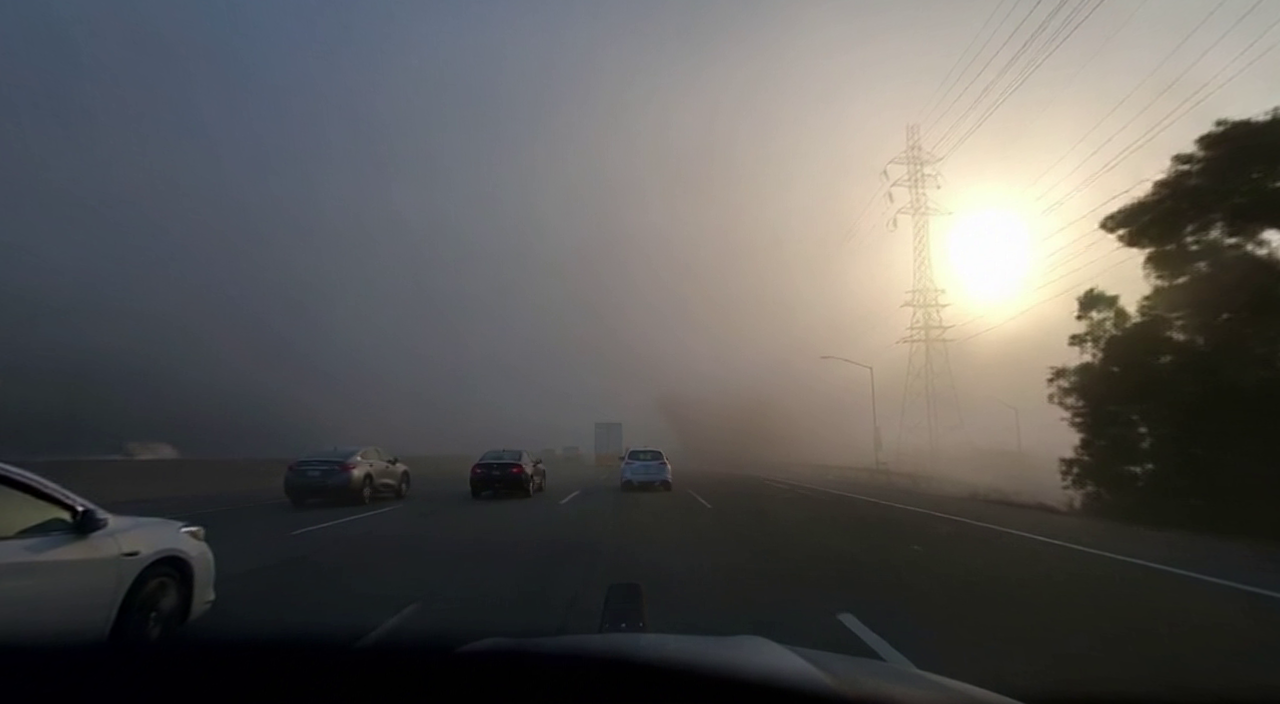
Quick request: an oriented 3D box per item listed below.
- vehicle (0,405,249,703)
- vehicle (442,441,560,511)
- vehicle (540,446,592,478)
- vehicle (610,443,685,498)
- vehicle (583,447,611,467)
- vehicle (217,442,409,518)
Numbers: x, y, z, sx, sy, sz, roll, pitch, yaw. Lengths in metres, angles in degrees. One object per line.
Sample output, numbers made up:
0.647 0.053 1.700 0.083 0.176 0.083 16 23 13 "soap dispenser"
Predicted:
-3.690 0.905 2.148 1.883 1.500 4.373 0 -9 0 "vehicle"
-3.215 2.948 15.495 1.912 1.464 4.115 0 -9 1 "vehicle"
-3.480 5.256 30.339 2.013 1.437 3.801 0 -9 0 "vehicle"
0.172 3.548 19.367 2.018 1.470 4.491 0 -9 -1 "vehicle"
-3.146 7.726 46.515 1.840 1.439 3.687 0 -9 0 "vehicle"
-7.111 2.797 14.392 1.867 1.445 4.499 0 -9 1 "vehicle"
